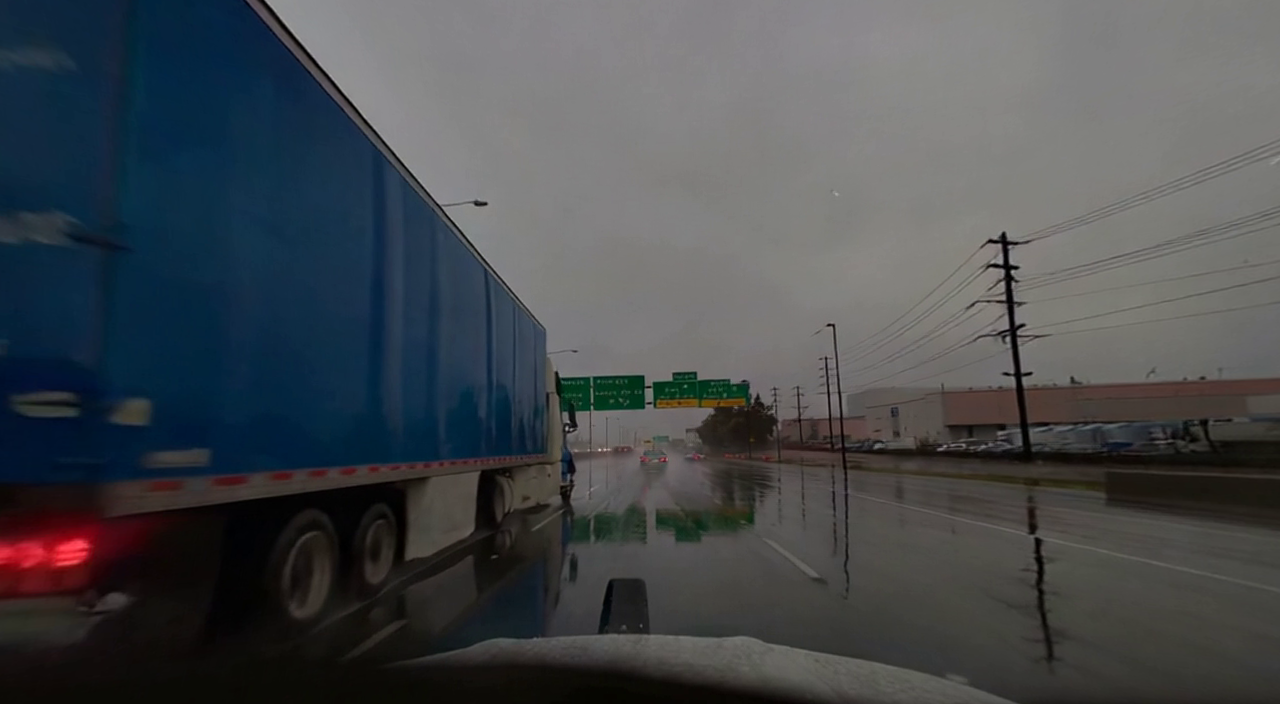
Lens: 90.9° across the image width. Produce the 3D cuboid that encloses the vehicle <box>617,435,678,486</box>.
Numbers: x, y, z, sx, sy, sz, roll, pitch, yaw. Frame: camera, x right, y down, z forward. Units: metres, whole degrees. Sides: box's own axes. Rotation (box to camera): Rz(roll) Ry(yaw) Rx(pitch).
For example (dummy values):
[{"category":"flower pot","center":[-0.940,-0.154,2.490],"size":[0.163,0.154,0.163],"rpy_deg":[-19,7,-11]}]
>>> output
[{"category":"vehicle","center":[0.263,4.382,25.832],"size":[2.279,1.837,4.747],"rpy_deg":[0,-8,0]}]

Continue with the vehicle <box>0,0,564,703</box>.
[{"category":"vehicle","center":[-3.926,0.918,11.240],"size":[2.888,4.308,16.259],"rpy_deg":[0,-8,1]}]
